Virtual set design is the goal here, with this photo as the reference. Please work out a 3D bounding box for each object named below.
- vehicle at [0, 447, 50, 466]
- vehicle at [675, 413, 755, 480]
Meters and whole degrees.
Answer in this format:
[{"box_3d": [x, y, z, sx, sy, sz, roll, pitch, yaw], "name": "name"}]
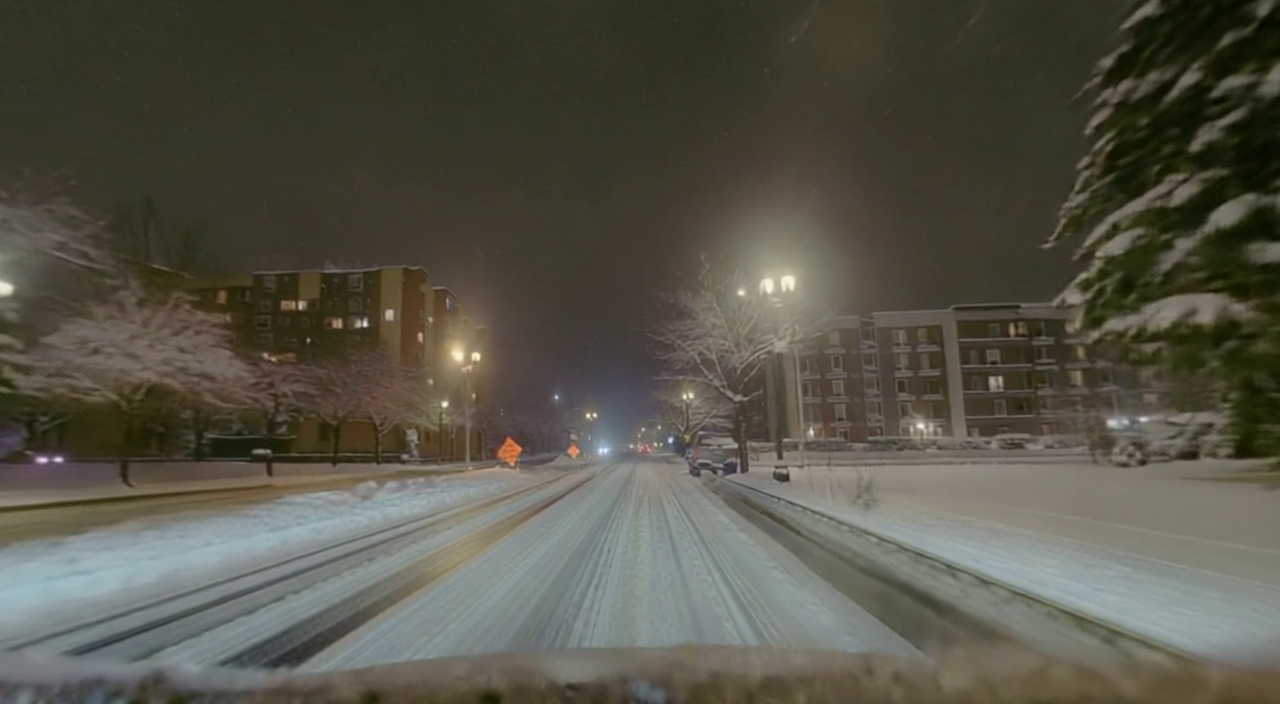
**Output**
[{"box_3d": [-47.834, 7.886, 47.813, 1.773, 1.435, 4.806, 0, -9, -1], "name": "vehicle"}, {"box_3d": [3.188, 4.117, 27.673, 2.849, 2.686, 3.176, -1, -8, -4], "name": "vehicle"}]
